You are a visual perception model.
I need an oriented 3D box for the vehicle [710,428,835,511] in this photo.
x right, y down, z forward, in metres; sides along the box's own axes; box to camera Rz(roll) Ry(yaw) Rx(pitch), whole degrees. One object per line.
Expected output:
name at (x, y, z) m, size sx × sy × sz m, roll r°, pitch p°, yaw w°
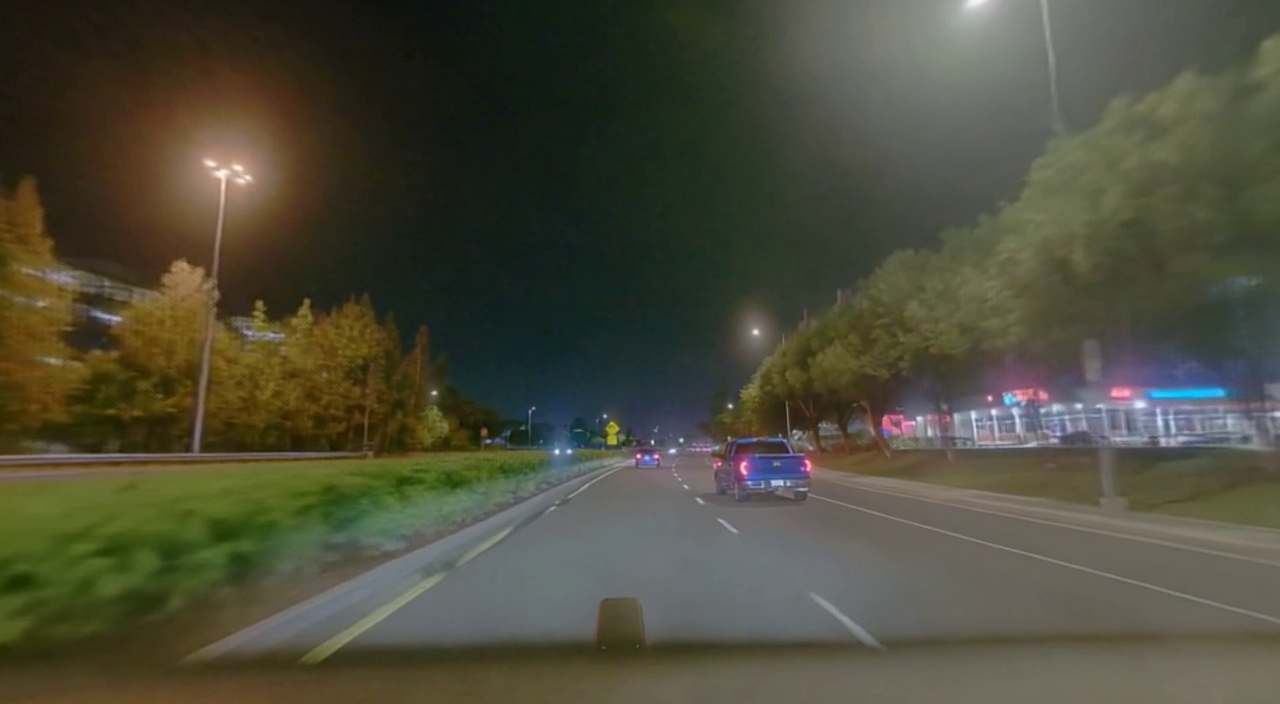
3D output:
vehicle at (3.478, 3.230, 17.869) m, size 2.367 × 1.919 × 5.651 m, roll 0°, pitch -9°, yaw 1°

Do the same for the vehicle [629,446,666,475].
vehicle at (0.461, 6.218, 36.307) m, size 1.968 × 1.521 × 4.262 m, roll 0°, pitch -9°, yaw 1°
